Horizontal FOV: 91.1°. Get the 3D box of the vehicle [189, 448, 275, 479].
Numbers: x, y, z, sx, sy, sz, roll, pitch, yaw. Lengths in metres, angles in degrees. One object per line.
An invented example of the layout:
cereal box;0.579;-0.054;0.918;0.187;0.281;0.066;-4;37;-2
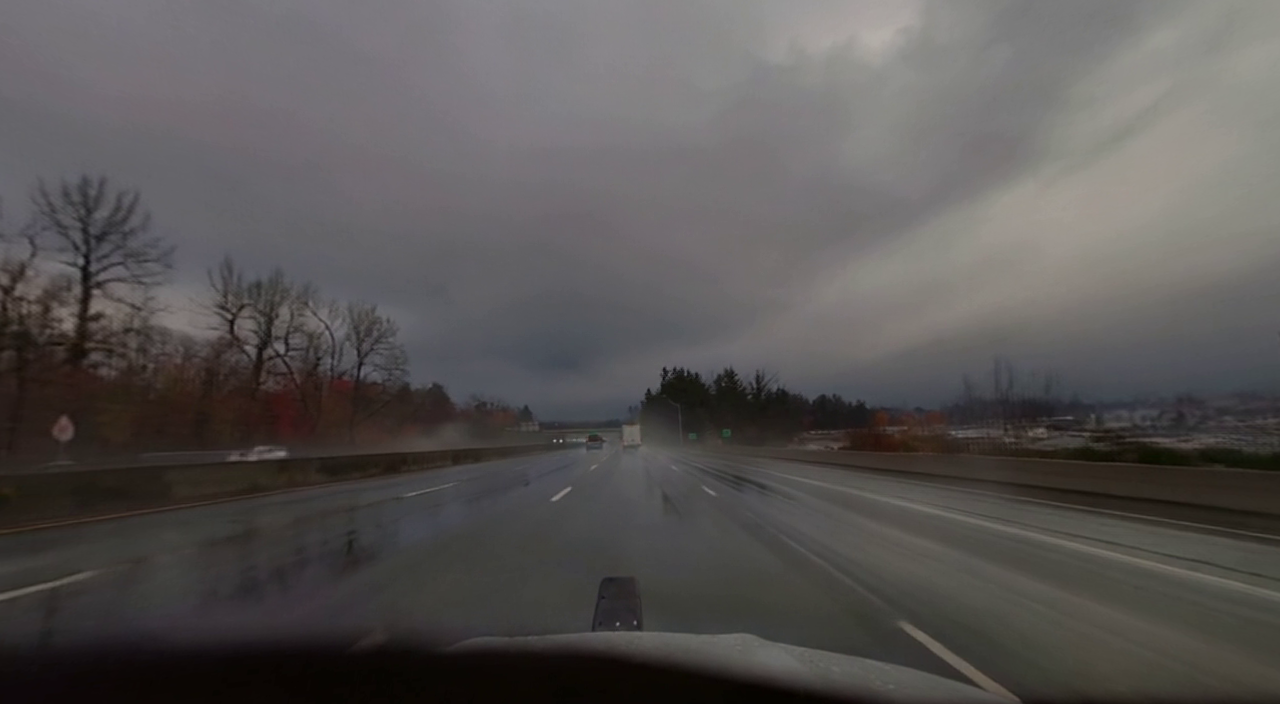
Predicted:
vehicle;-22.922;6.245;35.578;1.980;1.546;4.367;0;-8;-1
